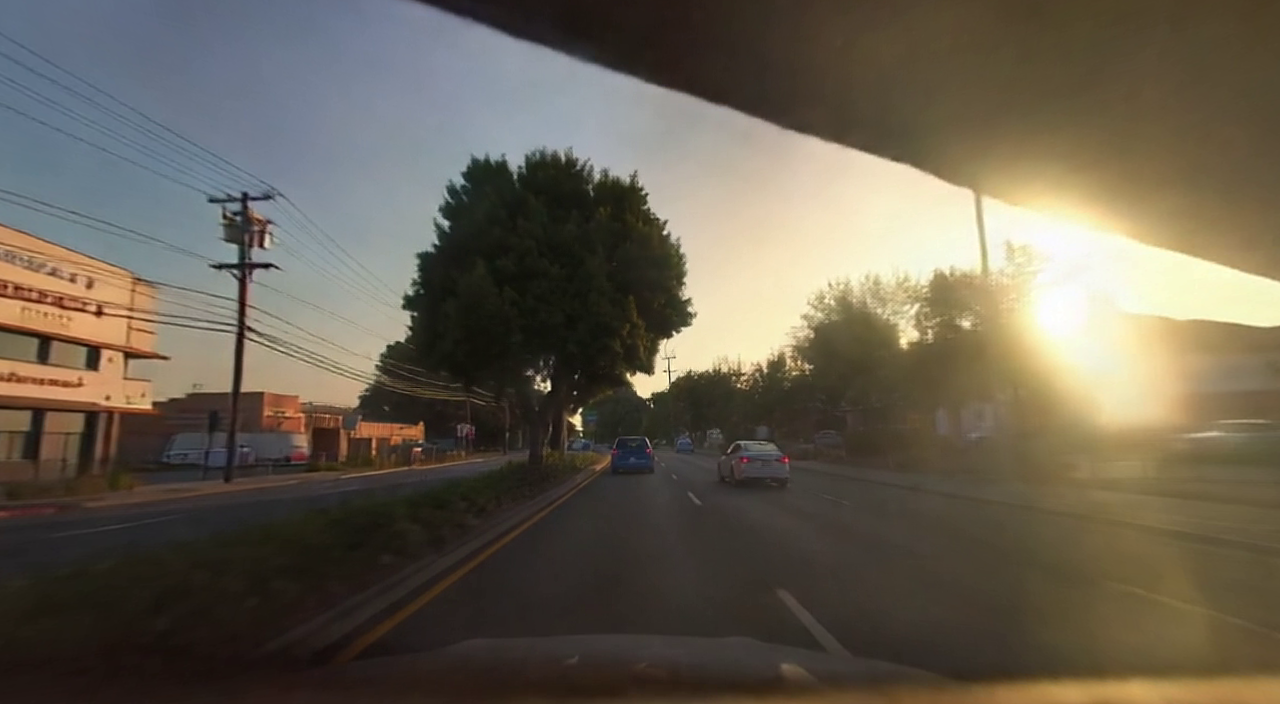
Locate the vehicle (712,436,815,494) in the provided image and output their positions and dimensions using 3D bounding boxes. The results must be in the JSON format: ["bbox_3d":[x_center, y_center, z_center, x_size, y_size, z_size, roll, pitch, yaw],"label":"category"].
[{"bbox_3d":[3.481,3.282,18.705,1.954,1.479,4.557,0,-8,-2],"label":"vehicle"}]

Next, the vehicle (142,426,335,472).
[{"bbox_3d":[-28.112,6.817,44.744,11.007,2.864,3.115,0,-7,-11],"label":"vehicle"}]

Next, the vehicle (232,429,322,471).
[{"bbox_3d":[-24.111,6.490,42.043,4.412,2.662,2.544,1,-9,-10],"label":"vehicle"}]

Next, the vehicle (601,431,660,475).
[{"bbox_3d":[-0.388,4.541,28.625,2.441,1.813,4.581,0,-8,0],"label":"vehicle"}]
